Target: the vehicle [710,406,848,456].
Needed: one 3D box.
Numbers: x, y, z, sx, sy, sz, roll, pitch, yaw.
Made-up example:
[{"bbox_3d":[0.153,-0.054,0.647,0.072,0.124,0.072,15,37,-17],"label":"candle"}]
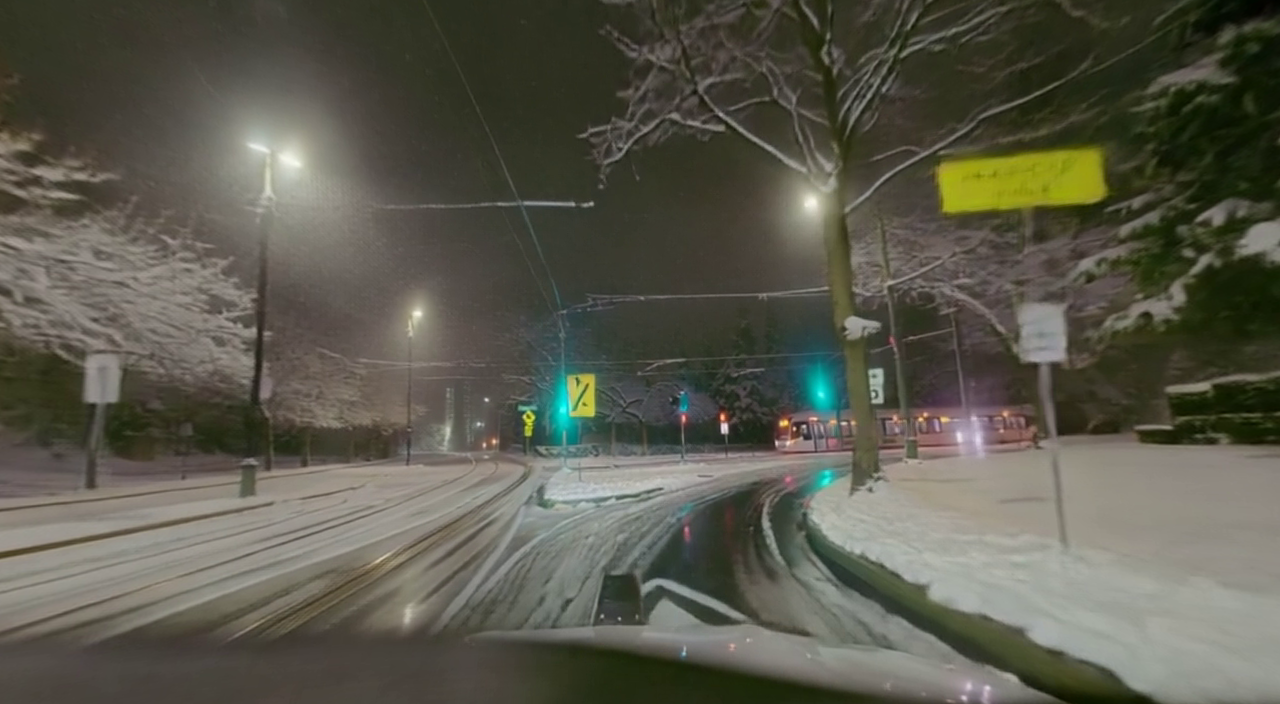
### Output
[{"bbox_3d":[11.007,6.340,49.839,10.391,3.725,2.904,2,-9,-14],"label":"vehicle"}]
